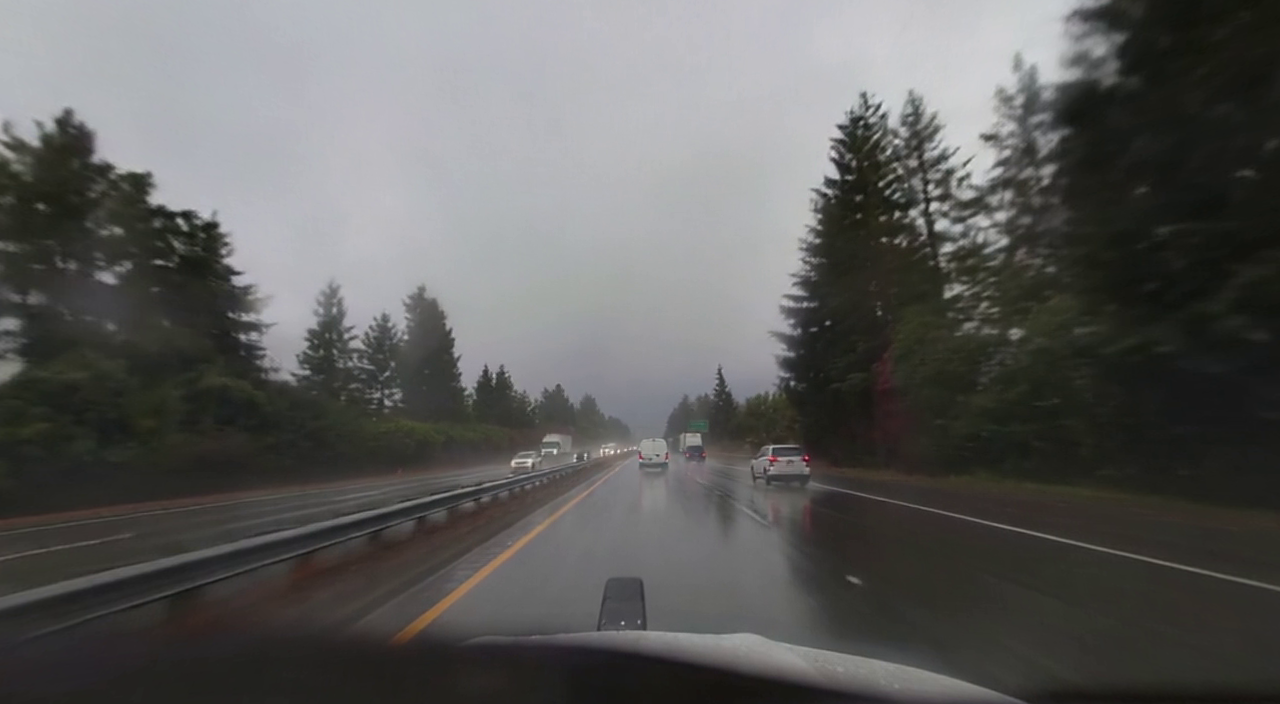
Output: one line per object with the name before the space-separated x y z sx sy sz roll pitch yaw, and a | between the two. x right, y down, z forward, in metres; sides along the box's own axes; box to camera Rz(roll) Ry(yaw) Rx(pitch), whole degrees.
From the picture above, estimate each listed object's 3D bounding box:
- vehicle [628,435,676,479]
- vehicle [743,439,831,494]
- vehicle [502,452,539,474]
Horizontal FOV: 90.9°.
vehicle | 0.528 5.031 30.400 2.143 1.925 4.101 0 -9 0
vehicle | 4.584 3.609 20.189 1.868 1.566 3.509 0 -9 -1
vehicle | -8.552 7.962 45.389 1.884 1.486 3.974 0 -9 1
